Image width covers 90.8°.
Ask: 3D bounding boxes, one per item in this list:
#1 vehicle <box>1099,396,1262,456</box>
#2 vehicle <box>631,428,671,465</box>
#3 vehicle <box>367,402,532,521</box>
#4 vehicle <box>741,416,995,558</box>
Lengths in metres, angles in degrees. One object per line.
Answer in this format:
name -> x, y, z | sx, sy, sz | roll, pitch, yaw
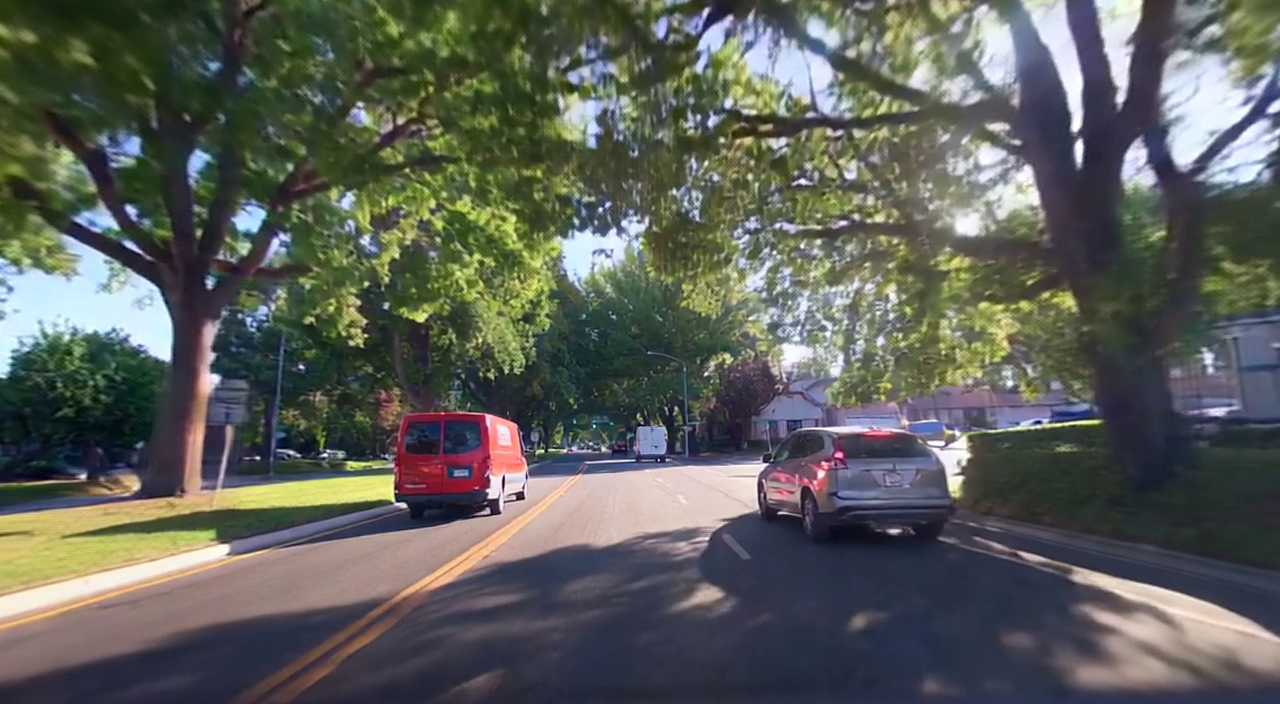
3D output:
vehicle -> 29.768, 4.140, 34.895 | 7.267, 3.074, 2.768 | 2, -8, -13
vehicle -> 0.739, 6.900, 46.195 | 2.397, 2.566, 5.324 | 1, -9, -5
vehicle -> -3.987, 2.406, 14.259 | 2.420, 2.227, 4.499 | 0, -8, -2
vehicle -> 3.081, 1.938, 9.832 | 2.087, 1.658, 4.612 | 0, -8, -2
